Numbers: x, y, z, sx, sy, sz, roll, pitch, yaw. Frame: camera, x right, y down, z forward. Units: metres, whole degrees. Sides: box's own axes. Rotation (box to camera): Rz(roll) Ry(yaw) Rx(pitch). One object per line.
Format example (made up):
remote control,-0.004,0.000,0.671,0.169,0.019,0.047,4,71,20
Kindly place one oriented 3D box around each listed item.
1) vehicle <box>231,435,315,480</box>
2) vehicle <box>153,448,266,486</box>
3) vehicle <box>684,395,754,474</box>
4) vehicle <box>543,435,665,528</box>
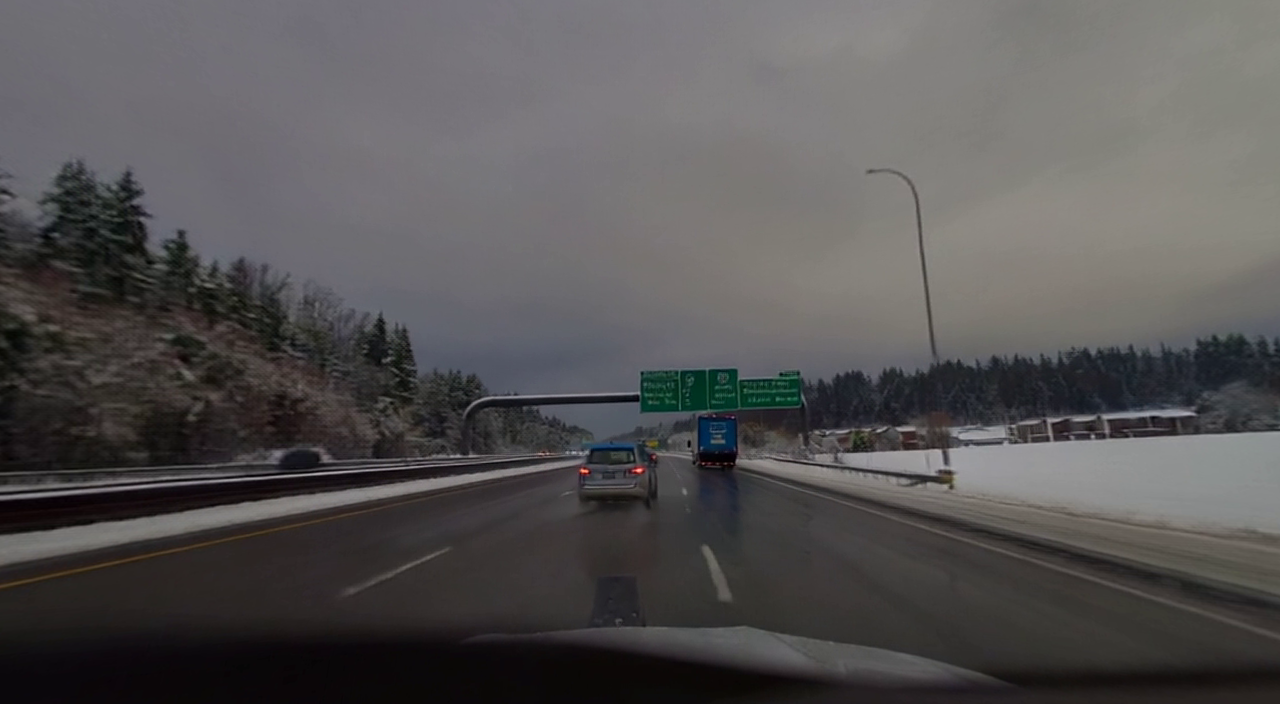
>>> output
vehicle,-19.333,5.556,33.392,2.010,2.199,3.623,-1,-9,4
vehicle,-19.524,5.217,28.849,1.828,1.568,4.418,0,-9,3
vehicle,4.499,5.271,39.052,2.960,4.018,13.834,0,-9,2
vehicle,-0.509,2.527,12.855,2.039,1.532,4.610,0,-9,2
